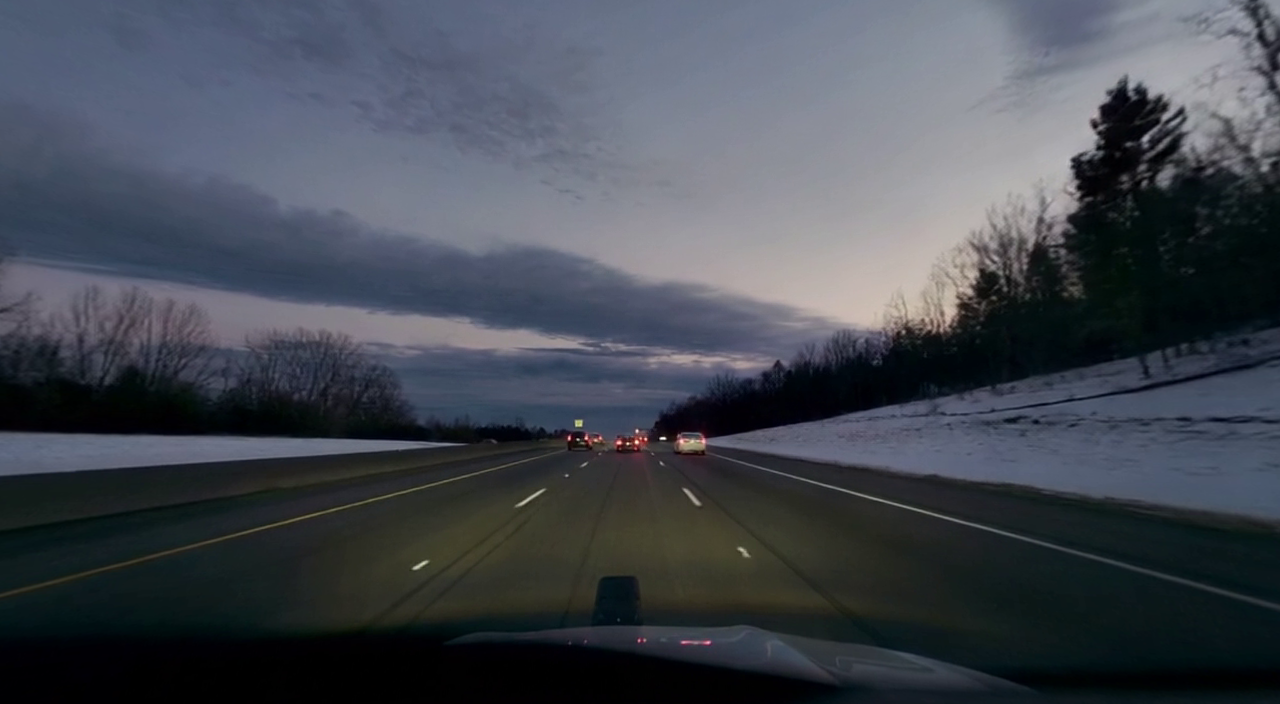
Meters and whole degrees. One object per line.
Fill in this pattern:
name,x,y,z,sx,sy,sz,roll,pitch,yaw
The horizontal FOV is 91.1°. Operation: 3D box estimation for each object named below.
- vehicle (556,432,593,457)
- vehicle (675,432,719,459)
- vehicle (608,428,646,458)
vehicle,-4.189,5.979,40.727,2.041,1.546,4.080,0,-8,-1
vehicle,3.312,5.510,37.155,2.056,1.479,4.660,0,-8,-1
vehicle,-0.777,5.517,38.113,2.182,1.680,4.253,0,-8,-1
